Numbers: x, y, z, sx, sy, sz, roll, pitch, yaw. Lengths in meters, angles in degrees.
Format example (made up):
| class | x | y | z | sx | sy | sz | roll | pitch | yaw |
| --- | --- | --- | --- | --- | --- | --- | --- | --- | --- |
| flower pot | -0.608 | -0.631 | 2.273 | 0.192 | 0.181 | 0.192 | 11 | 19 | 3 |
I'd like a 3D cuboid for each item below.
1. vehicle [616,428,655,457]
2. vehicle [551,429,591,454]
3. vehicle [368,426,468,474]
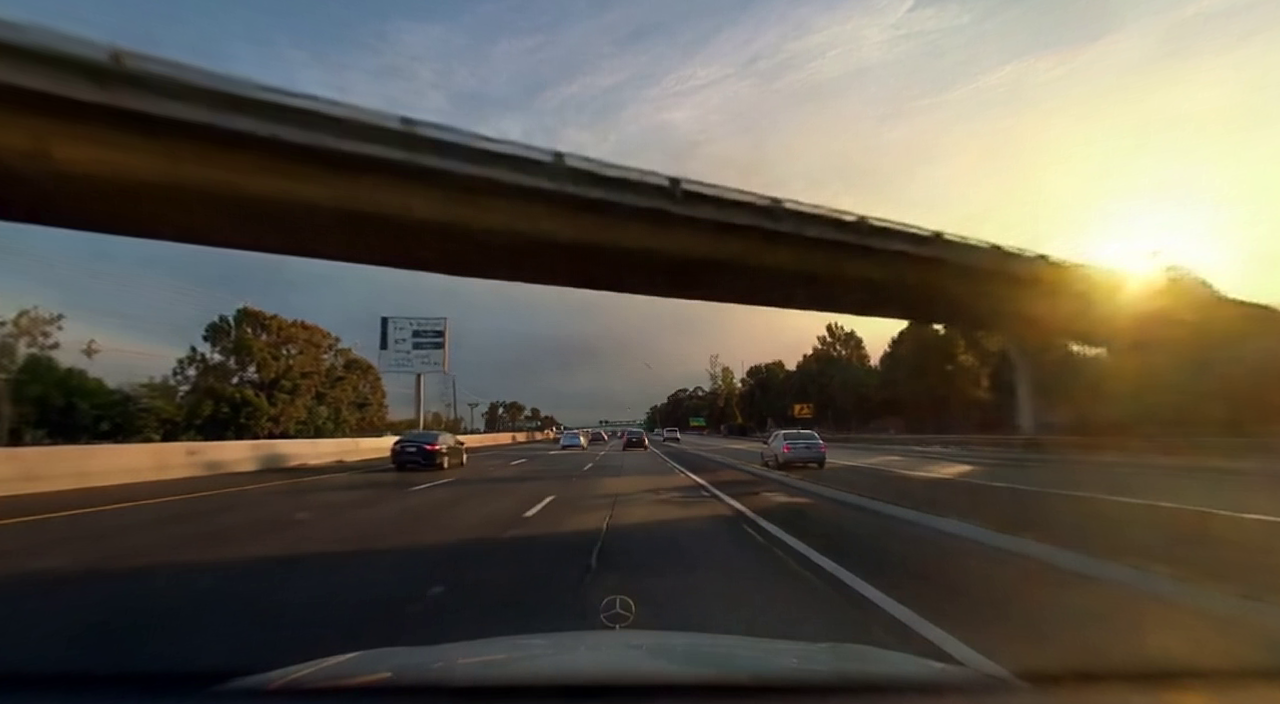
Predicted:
| class | x | y | z | sx | sy | sz | roll | pitch | yaw |
| --- | --- | --- | --- | --- | --- | --- | --- | --- | --- |
| vehicle | -0.288 | 5.574 | 39.051 | 2.240 | 1.646 | 4.949 | 0 | -8 | -1 |
| vehicle | -4.299 | 5.693 | 40.105 | 2.103 | 1.512 | 4.155 | 0 | -8 | 0 |
| vehicle | -7.789 | 3.473 | 22.608 | 2.009 | 1.537 | 4.449 | 0 | -8 | 0 |
